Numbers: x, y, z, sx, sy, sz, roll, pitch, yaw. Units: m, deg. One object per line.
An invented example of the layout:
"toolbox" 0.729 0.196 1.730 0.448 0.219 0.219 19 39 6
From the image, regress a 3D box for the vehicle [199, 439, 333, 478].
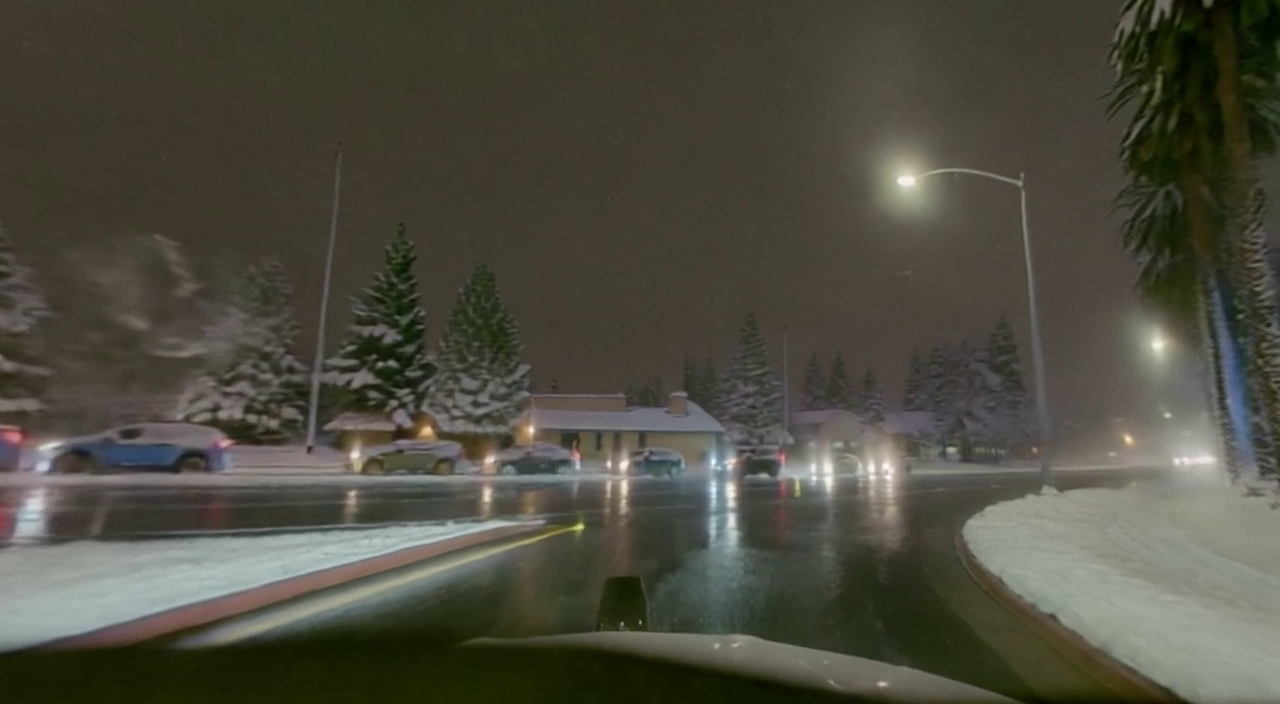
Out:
"vehicle" -19.576 5.596 33.085 5.616 1.839 2.071 9 -13 -44

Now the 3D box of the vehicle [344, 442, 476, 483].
"vehicle" -10.010 4.832 27.635 5.112 1.593 1.865 8 -13 -43

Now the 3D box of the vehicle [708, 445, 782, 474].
"vehicle" 7.611 7.744 45.102 5.617 1.904 2.184 9 -15 -43

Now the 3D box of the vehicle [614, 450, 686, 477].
"vehicle" 0.627 6.776 38.281 4.291 1.474 1.857 8 -15 -44

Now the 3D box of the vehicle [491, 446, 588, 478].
"vehicle" -5.158 5.725 32.694 4.774 1.493 1.854 10 -12 -44

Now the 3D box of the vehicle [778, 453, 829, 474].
"vehicle" 13.010 8.795 49.733 4.306 1.535 1.813 9 -12 -43

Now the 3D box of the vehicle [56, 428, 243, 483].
"vehicle" -16.575 3.488 21.408 4.713 1.664 1.909 7 -13 -44

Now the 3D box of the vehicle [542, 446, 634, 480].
"vehicle" -2.527 5.467 31.149 4.356 1.543 1.844 9 -13 -44
